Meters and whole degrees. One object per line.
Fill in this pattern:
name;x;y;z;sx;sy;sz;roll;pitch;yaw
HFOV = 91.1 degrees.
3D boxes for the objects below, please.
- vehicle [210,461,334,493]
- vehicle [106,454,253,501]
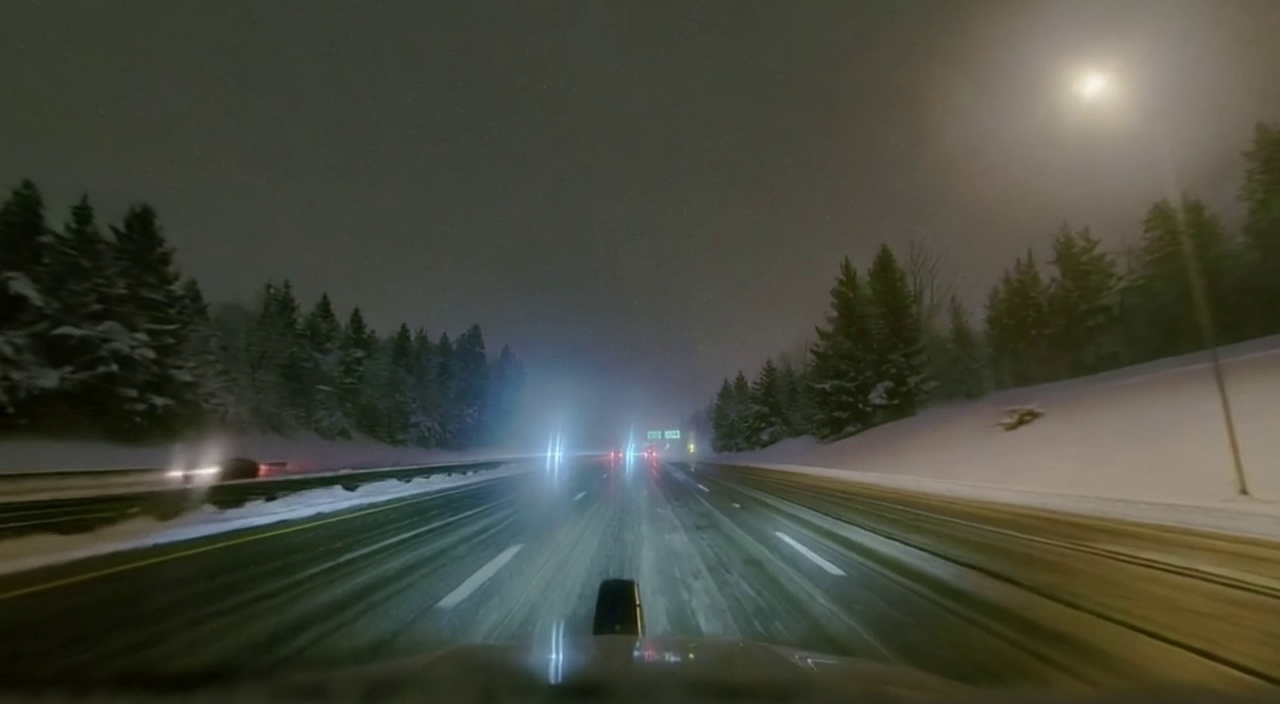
vehicle;-16.859;5.735;29.232;2.552;1.229;5.270;0;-9;1
vehicle;-16.838;4.577;23.349;1.924;1.472;4.644;0;-9;0
